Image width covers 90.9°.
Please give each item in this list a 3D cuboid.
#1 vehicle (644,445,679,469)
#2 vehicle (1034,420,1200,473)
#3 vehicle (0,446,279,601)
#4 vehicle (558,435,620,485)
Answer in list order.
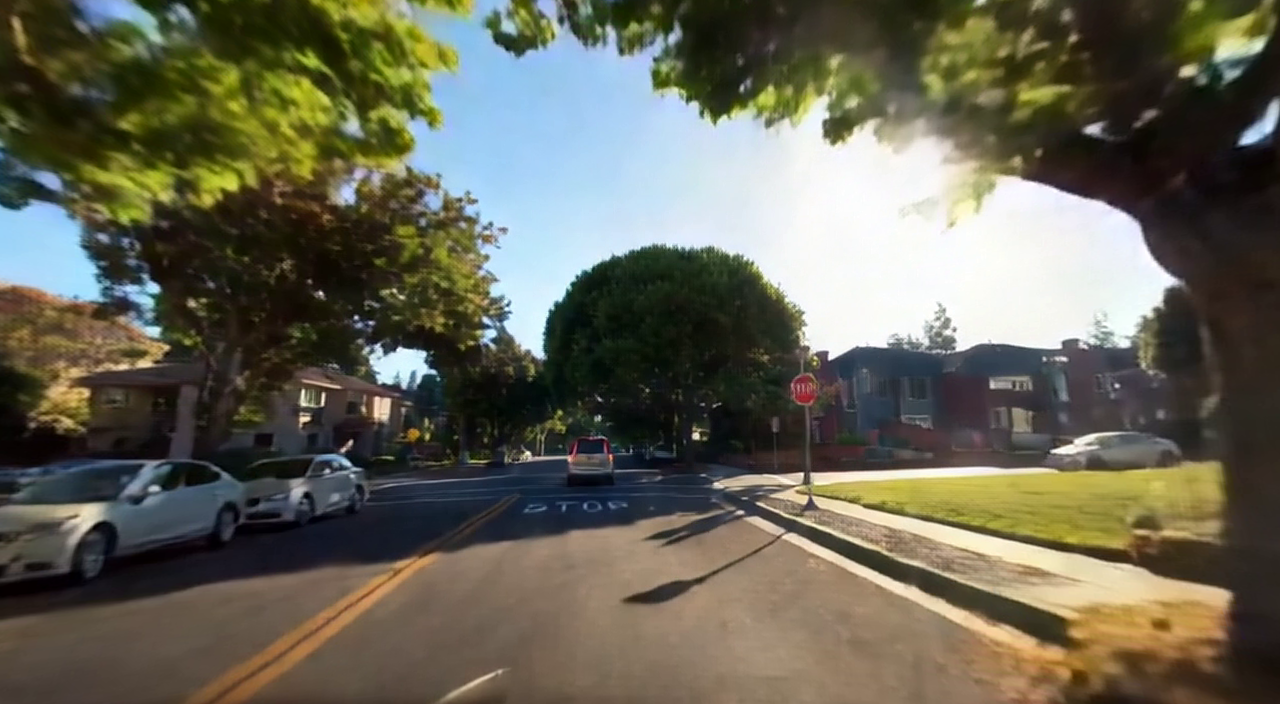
[{"bbox_3d":[1.474,7.425,44.786,1.987,1.608,3.883,1,-9,-5],"label":"vehicle"},{"bbox_3d":[18.337,3.640,24.408,4.817,1.881,2.002,1,-8,-2],"label":"vehicle"},{"bbox_3d":[-6.953,2.114,8.511,1.975,1.515,4.179,-2,-9,-5],"label":"vehicle"},{"bbox_3d":[-1.908,4.115,24.246,2.172,1.722,4.201,1,-9,-3],"label":"vehicle"}]
